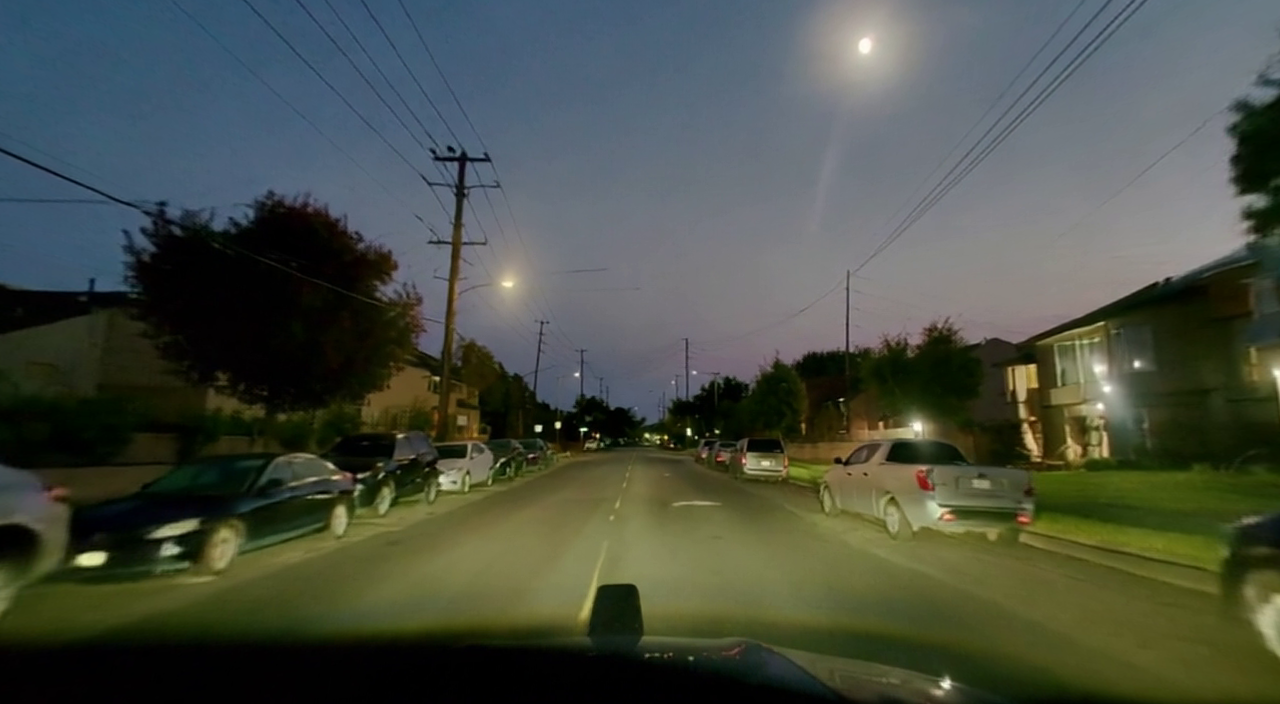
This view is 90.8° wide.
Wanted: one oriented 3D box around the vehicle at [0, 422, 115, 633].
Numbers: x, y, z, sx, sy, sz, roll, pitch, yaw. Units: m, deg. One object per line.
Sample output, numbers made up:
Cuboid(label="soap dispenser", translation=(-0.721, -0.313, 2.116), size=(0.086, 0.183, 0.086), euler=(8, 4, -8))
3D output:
Cuboid(label="vehicle", translation=(-5.359, 1.099, 3.087), size=(1.853, 1.447, 4.462), euler=(-3, -7, -1))

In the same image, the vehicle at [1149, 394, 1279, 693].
Cuboid(label="vehicle", translation=(4.576, 0.892, 2.228), size=(1.951, 1.700, 4.485), euler=(-1, -9, 3))

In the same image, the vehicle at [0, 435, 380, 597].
Cuboid(label="vehicle", translation=(-5.373, 1.891, 8.521), size=(1.979, 1.435, 4.785), euler=(-2, -7, -3))

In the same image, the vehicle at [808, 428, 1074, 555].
Cuboid(label="vehicle", translation=(4.435, 2.112, 10.402), size=(1.910, 1.567, 4.856), euler=(0, -9, -1))

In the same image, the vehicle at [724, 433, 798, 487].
Cuboid(label="vehicle", translation=(4.246, 3.857, 22.852), size=(1.936, 1.756, 4.127), euler=(0, -9, 1))
